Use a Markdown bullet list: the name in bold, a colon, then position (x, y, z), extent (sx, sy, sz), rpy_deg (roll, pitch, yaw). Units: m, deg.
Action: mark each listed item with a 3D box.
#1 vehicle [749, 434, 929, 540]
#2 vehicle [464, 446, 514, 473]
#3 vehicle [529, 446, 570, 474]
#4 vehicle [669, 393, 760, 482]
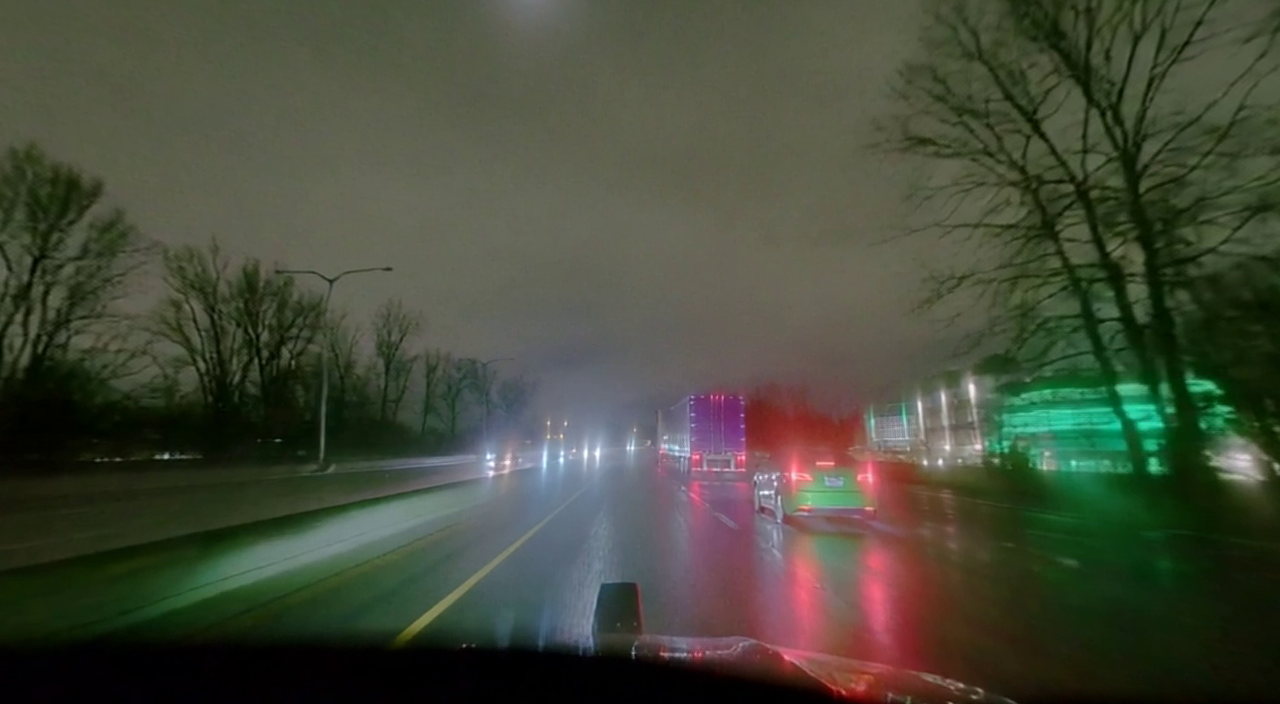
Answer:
- **vehicle**: position (3.342, 2.334, 11.421), extent (1.971, 1.558, 3.834), rpy_deg (0, -9, 0)
- **vehicle**: position (-9.200, 6.594, 38.541), extent (1.903, 1.521, 4.161), rpy_deg (-1, -9, 2)
- **vehicle**: position (-5.310, 6.392, 37.218), extent (1.817, 1.539, 3.879), rpy_deg (-1, -9, 1)
- **vehicle**: position (3.308, 4.516, 32.383), extent (2.916, 3.563, 14.462), rpy_deg (0, -9, 0)
